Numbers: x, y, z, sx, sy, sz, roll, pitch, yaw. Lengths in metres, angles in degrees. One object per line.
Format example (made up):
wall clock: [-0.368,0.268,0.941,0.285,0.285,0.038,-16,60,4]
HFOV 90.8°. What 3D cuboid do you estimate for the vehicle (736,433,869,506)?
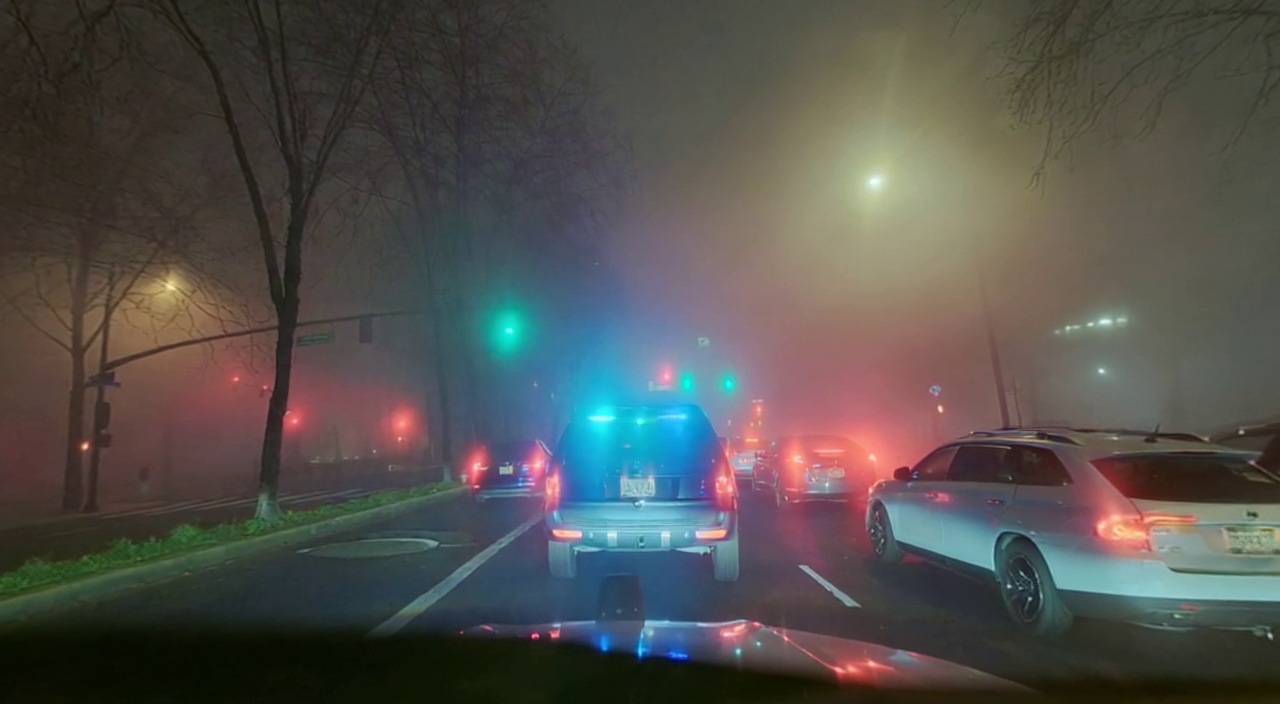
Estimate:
vehicle: [3.650,2.708,15.058,1.940,1.474,4.234,0,-8,-1]

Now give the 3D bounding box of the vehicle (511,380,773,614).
vehicle: [-0.035,1.458,7.274,2.038,1.819,4.505,0,-8,-1]

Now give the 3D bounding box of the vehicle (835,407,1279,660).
vehicle: [3.638,1.407,6.072,1.995,1.483,4.533,0,-8,-1]

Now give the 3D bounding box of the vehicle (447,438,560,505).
vehicle: [-3.305,2.983,16.207,1.913,1.464,4.276,0,-8,0]
